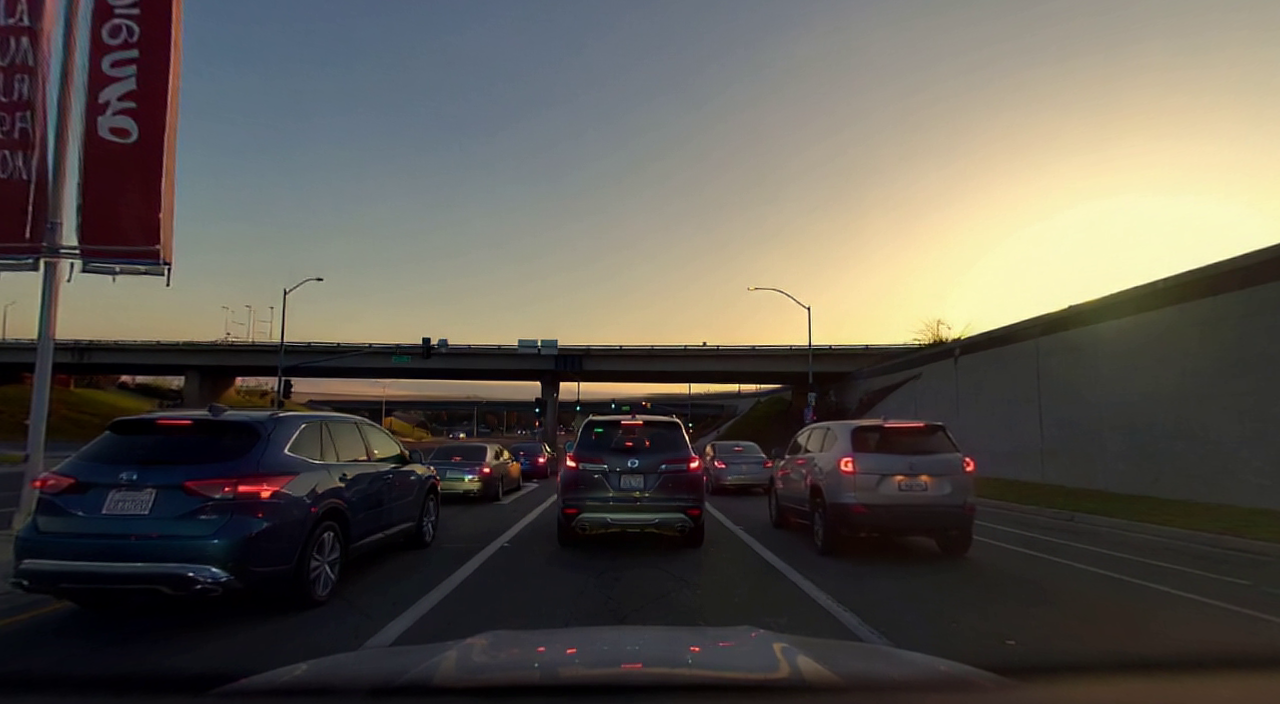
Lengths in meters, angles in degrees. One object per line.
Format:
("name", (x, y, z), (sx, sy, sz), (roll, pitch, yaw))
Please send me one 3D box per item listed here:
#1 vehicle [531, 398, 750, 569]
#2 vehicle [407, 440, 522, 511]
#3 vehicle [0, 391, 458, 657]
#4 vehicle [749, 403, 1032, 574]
("vehicle", (-0.083, 1.773, 9.220), (2.409, 1.864, 4.471), (0, -9, -2))
("vehicle", (-4.151, 2.947, 15.435), (1.797, 1.505, 3.506), (0, -9, 0))
("vehicle", (-3.496, 1.430, 6.273), (2.039, 1.709, 4.265), (0, -9, 0))
("vehicle", (3.098, 1.806, 9.122), (2.016, 1.804, 4.681), (0, -9, -2))
